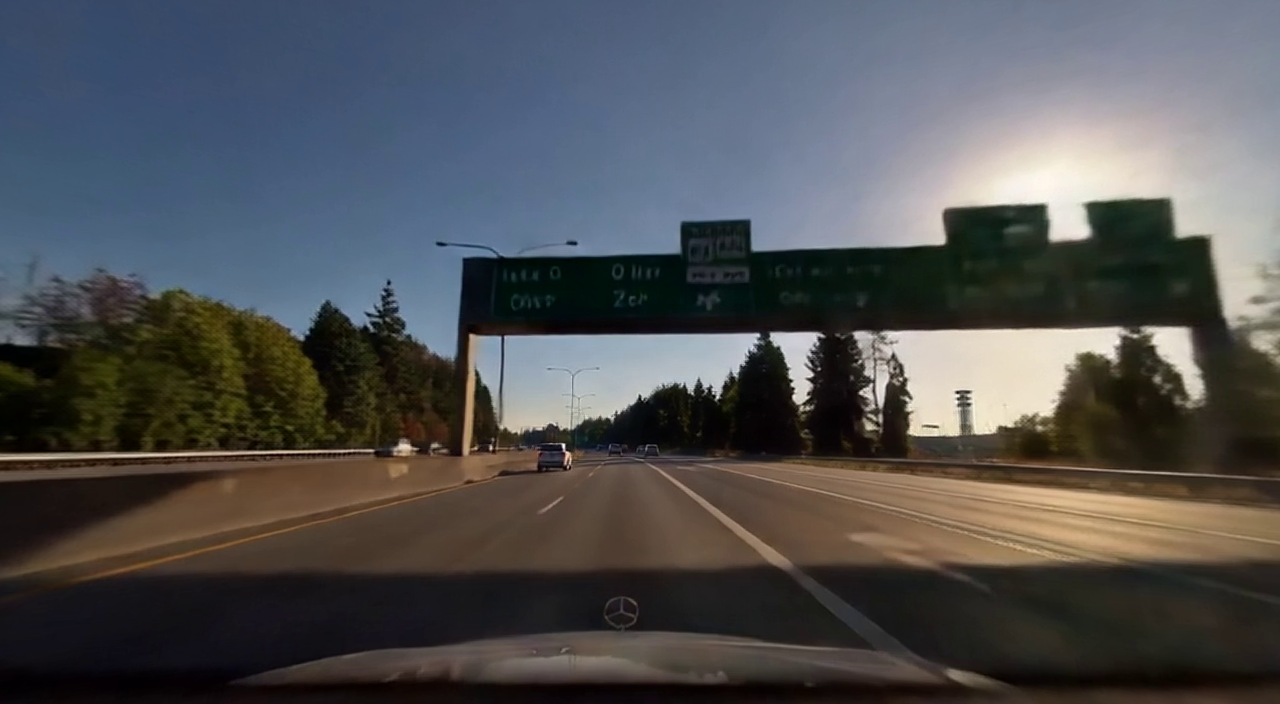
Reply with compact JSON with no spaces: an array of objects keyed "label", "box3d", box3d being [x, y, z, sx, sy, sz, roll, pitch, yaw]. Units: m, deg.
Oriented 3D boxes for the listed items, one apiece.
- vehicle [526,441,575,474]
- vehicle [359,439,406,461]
[{"label":"vehicle","box3d":[-4.587,5.475,32.682,2.071,1.615,3.868,0,-9,-1]},{"label":"vehicle","box3d":[-18.147,6.932,44.358,1.759,1.489,3.855,0,-9,-1]}]
